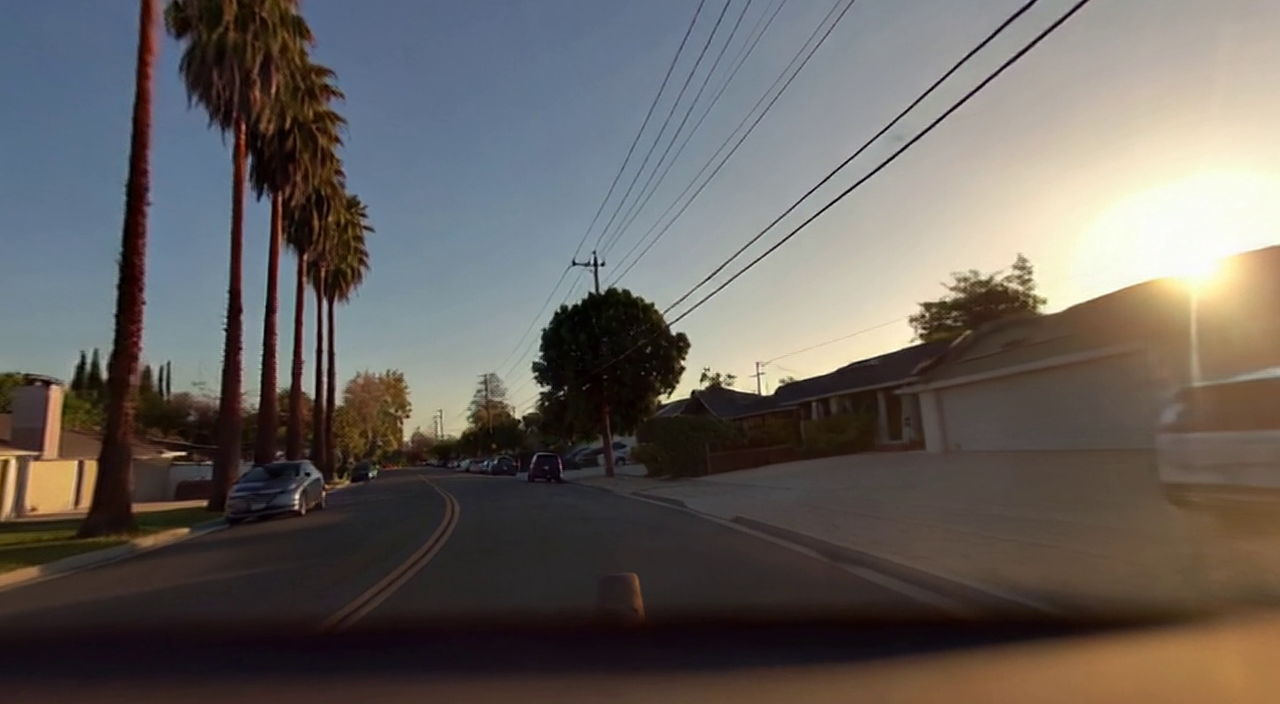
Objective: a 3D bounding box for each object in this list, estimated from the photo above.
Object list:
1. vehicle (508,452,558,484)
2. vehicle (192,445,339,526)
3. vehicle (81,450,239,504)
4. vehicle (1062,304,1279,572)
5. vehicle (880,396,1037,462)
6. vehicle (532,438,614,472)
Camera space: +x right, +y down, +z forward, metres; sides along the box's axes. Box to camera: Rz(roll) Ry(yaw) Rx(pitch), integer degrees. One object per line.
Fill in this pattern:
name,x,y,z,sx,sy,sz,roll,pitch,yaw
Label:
vehicle,-5.625,5.980,32.919,1.870,1.490,3.802,3,-9,-20
vehicle,-10.057,3.600,17.472,2.410,1.790,4.699,0,-10,-17
vehicle,-17.627,4.576,23.426,4.060,1.843,1.979,2,-9,-11
vehicle,7.334,0.817,5.977,5.102,2.040,2.472,1,-8,-10
vehicle,11.507,2.817,22.904,4.795,2.190,2.305,3,-9,-20
vehicle,-5.160,7.808,48.047,5.900,2.328,2.603,1,-8,-13
